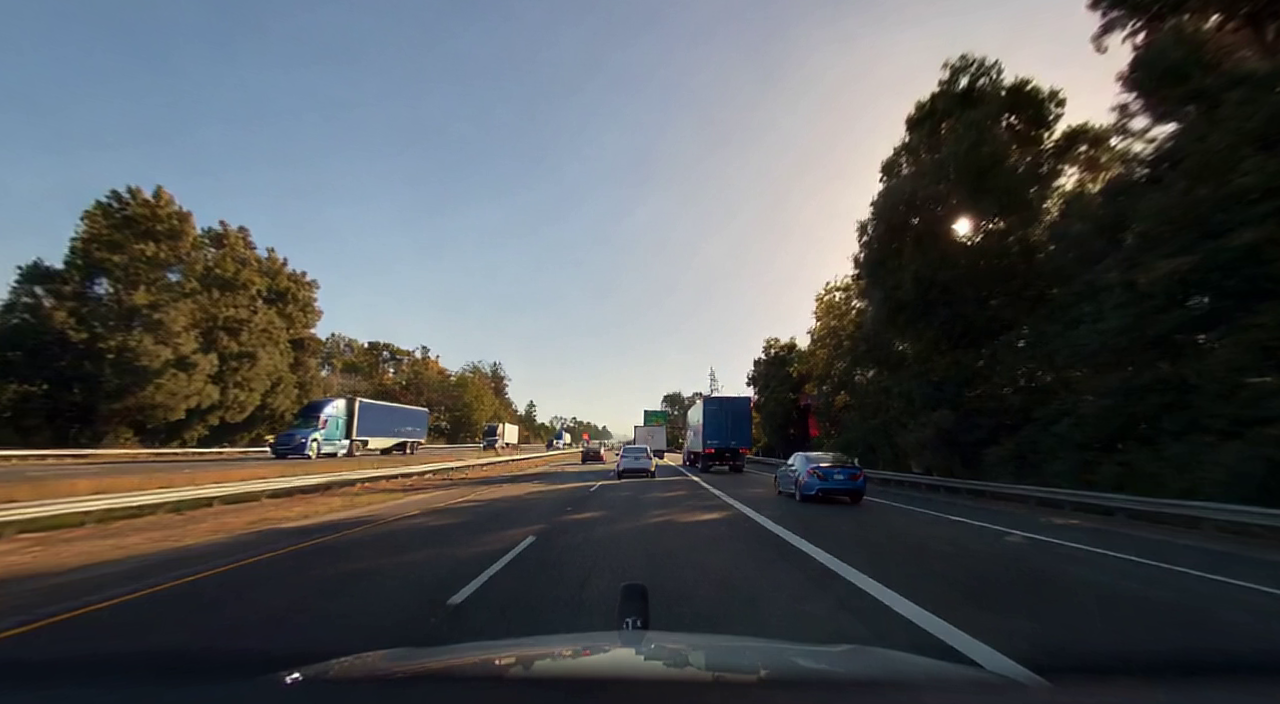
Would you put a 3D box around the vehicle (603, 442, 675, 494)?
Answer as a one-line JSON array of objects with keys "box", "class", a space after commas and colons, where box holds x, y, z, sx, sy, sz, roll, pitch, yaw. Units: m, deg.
[{"box": [-0.033, 3.718, 20.523, 2.089, 1.516, 4.191, 0, -9, 0], "class": "vehicle"}]

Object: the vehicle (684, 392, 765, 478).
[{"box": [4.495, 5.013, 36.933, 2.877, 4.035, 13.897, 0, -9, 0], "class": "vehicle"}]

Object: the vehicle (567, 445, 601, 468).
[{"box": [-3.762, 7.150, 43.300, 1.913, 1.444, 4.360, 0, -9, 0], "class": "vehicle"}]

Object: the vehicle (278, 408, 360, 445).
[{"box": [-20.039, 4.743, 39.663, 2.268, 2.025, 5.234, -1, -10, 1], "class": "vehicle"}]

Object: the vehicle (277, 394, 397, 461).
[{"box": [-19.894, 5.259, 42.398, 2.933, 3.979, 10.057, 0, -9, 0], "class": "vehicle"}]

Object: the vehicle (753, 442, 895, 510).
[{"box": [4.186, 2.903, 15.191, 2.037, 1.377, 4.407, 0, -9, -1], "class": "vehicle"}]
